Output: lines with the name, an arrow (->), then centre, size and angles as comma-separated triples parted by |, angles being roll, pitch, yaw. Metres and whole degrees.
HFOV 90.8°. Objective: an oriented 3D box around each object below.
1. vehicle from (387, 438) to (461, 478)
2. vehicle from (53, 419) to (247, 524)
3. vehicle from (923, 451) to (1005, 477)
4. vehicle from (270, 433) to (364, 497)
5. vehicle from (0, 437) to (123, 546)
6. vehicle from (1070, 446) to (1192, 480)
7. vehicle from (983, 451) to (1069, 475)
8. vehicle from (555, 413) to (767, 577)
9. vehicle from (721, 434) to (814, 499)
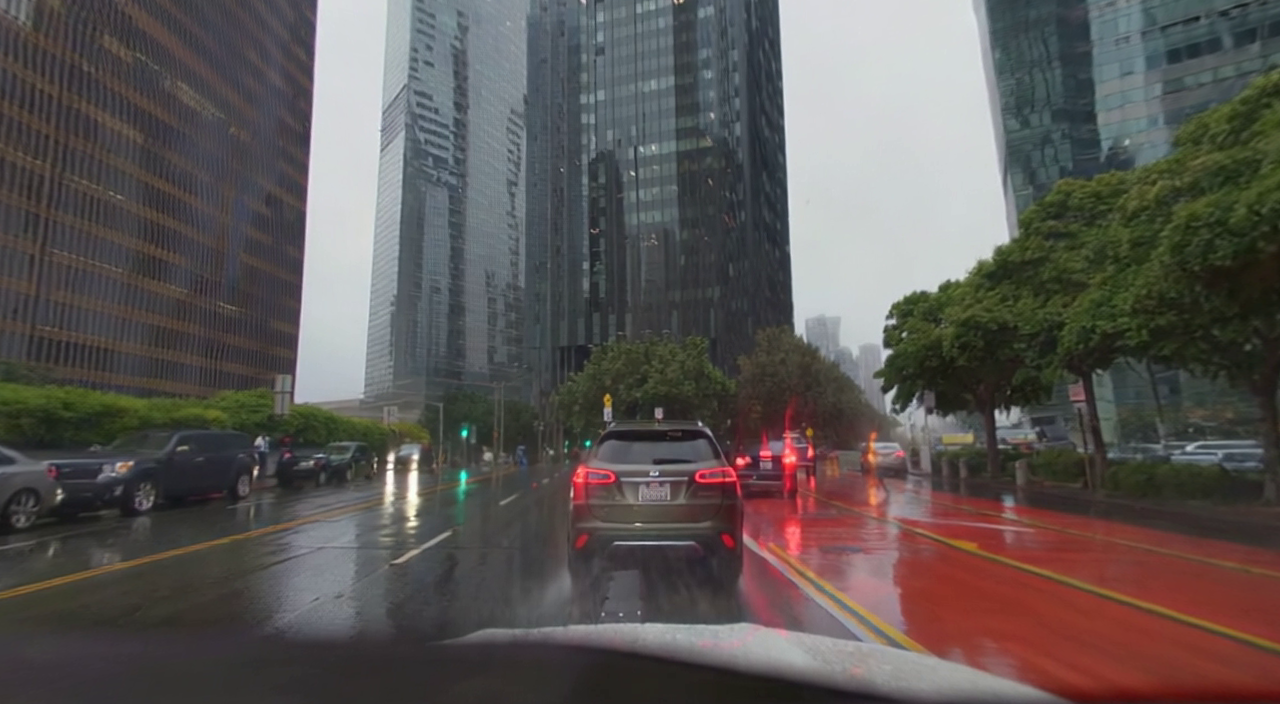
vehicle -> -11.648, 5.738, 34.575 | 2.338, 1.963, 5.740 | 0, -8, -3
vehicle -> -10.334, 2.507, 13.696 | 1.543, 1.946, 3.454 | 1, -8, -5
vehicle -> 23.338, 8.029, 45.626 | 4.956, 1.706, 1.822 | -6, -10, 34
vehicle -> -10.961, 3.820, 21.679 | 1.559, 1.973, 3.419 | 0, -8, -4
vehicle -> -9.975, 1.980, 8.918 | 1.844, 1.524, 4.371 | 0, -8, -4
vehicle -> 31.139, 7.027, 40.376 | 5.890, 1.996, 2.155 | -6, -10, 34
vehicle -> 28.268, 8.067, 46.328 | 5.153, 1.626, 1.895 | -6, -11, 36
vehicle -> 0.262, 1.804, 8.728 | 2.192, 1.695, 4.142 | 0, -8, 1
vehicle -> 3.856, 3.555, 20.090 | 2.143, 1.793, 4.763 | 0, -8, 2
